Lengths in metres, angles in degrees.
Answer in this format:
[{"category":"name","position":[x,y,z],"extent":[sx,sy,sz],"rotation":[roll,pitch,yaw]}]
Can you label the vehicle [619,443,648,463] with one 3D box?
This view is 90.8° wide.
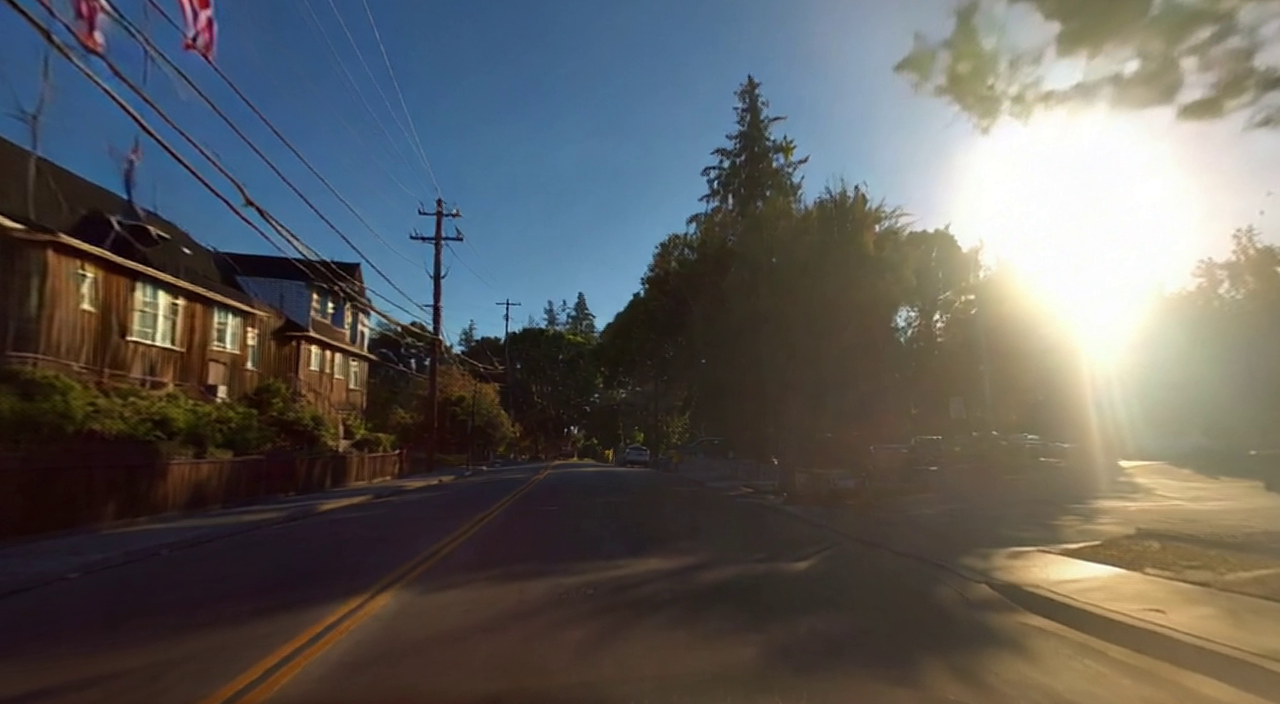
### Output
[{"category":"vehicle","position":[-0.530,7.774,48.976],"extent":[1.941,1.460,4.206],"rotation":[1,-9,-5]}]
